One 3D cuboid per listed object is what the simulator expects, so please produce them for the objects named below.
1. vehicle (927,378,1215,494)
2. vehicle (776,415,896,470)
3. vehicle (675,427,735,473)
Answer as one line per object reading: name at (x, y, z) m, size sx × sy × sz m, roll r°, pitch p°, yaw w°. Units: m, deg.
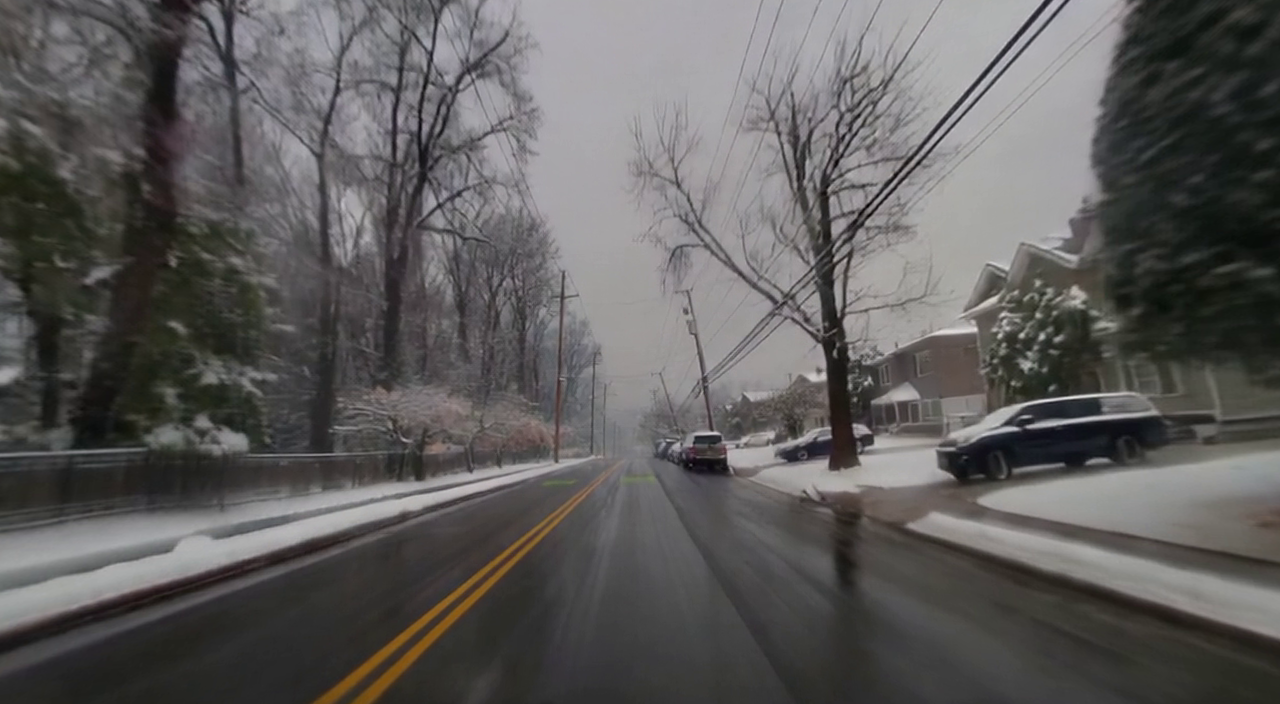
vehicle at (9.401, 1.854, 14.049) m, size 4.922 × 1.846 × 1.941 m, roll -6°, pitch -8°, yaw -5°
vehicle at (8.522, 3.981, 27.830) m, size 4.418 × 1.648 × 2.017 m, roll -9°, pitch -9°, yaw -2°
vehicle at (3.065, 4.839, 31.272) m, size 2.347 × 2.070 × 5.735 m, roll 0°, pitch -9°, yaw 0°
